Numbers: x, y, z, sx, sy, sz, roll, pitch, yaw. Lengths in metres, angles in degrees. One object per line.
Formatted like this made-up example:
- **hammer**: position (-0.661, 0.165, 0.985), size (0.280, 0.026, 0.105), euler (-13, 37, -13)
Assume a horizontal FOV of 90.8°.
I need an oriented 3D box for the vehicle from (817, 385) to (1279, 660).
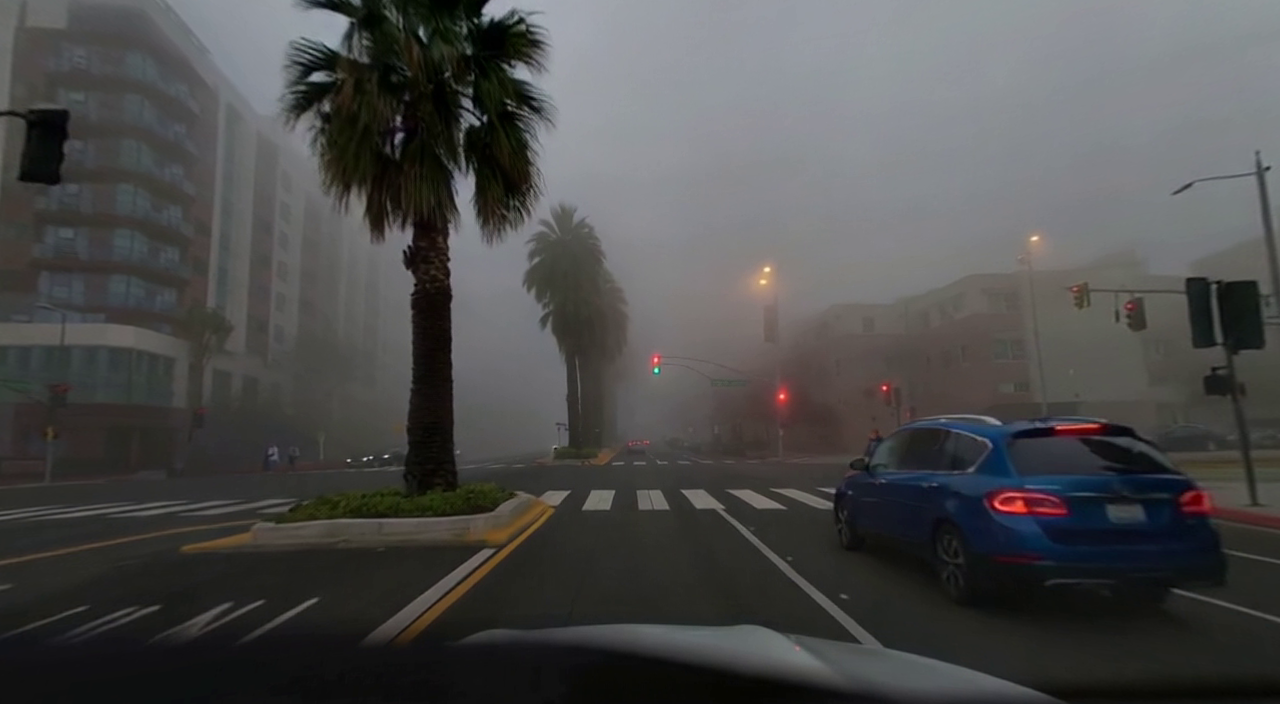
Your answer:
- **vehicle**: position (3.341, 1.329, 5.939), size (2.060, 1.631, 4.169), euler (0, -9, -1)
